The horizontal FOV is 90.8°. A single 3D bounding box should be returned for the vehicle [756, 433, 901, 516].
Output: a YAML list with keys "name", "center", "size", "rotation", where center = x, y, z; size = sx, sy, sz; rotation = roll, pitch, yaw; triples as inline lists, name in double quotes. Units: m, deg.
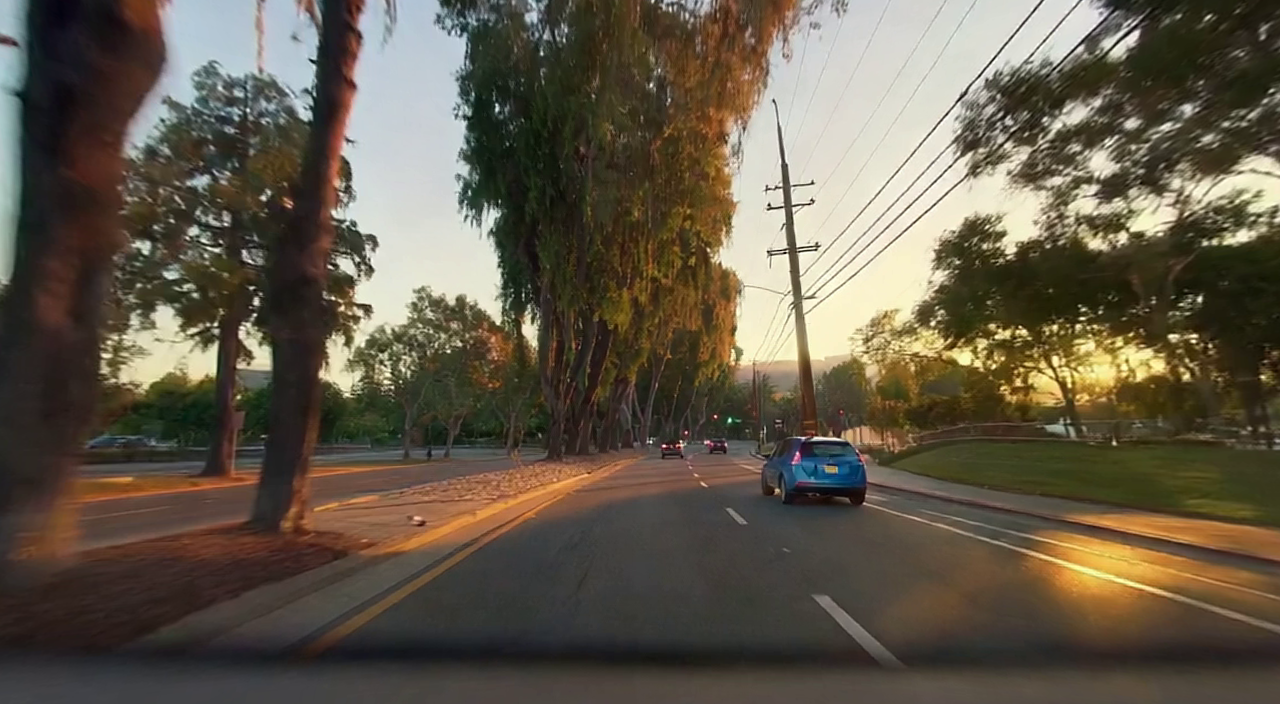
- name: "vehicle"
  center: [3.897, 2.586, 13.902]
  size: [1.881, 1.512, 4.294]
  rotation: [-1, -8, 1]
